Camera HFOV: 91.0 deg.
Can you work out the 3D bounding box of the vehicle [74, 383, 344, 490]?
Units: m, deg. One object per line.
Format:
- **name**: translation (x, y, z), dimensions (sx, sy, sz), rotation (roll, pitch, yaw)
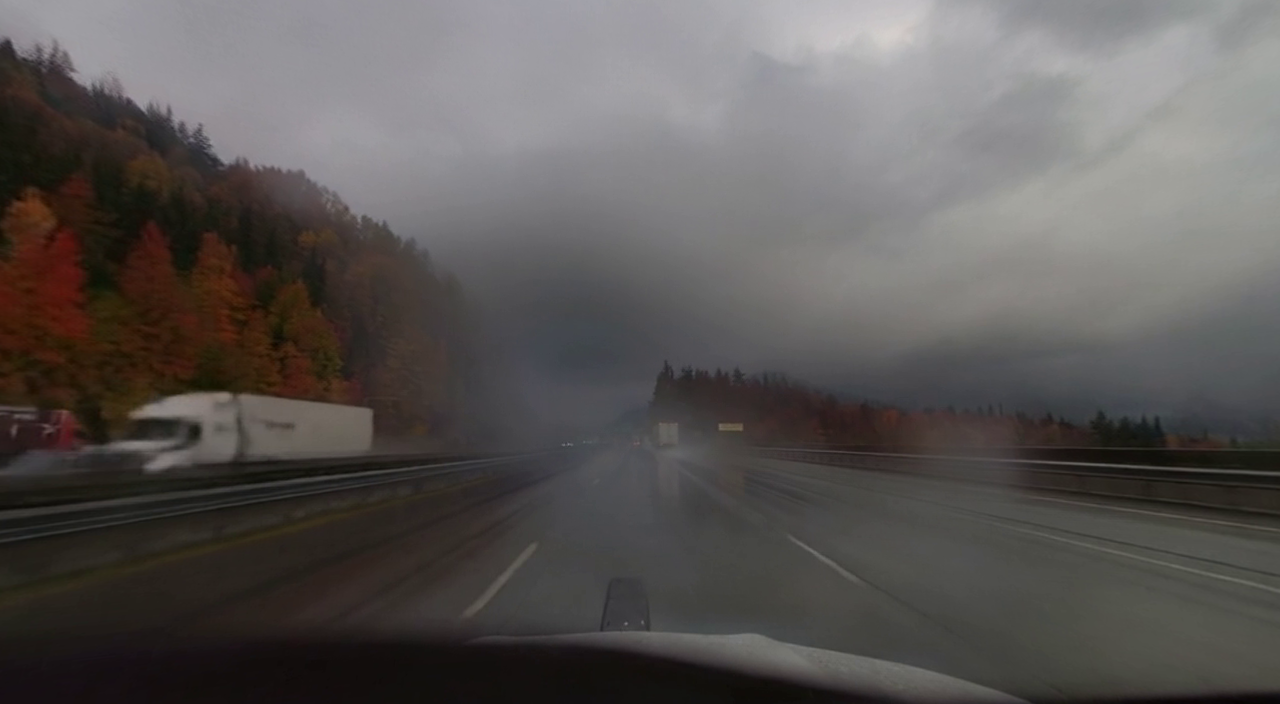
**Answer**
- **vehicle**: translation (-19.309, 4.106, 30.203), dimensions (3.734, 4.021, 12.759), rotation (0, -8, 1)
